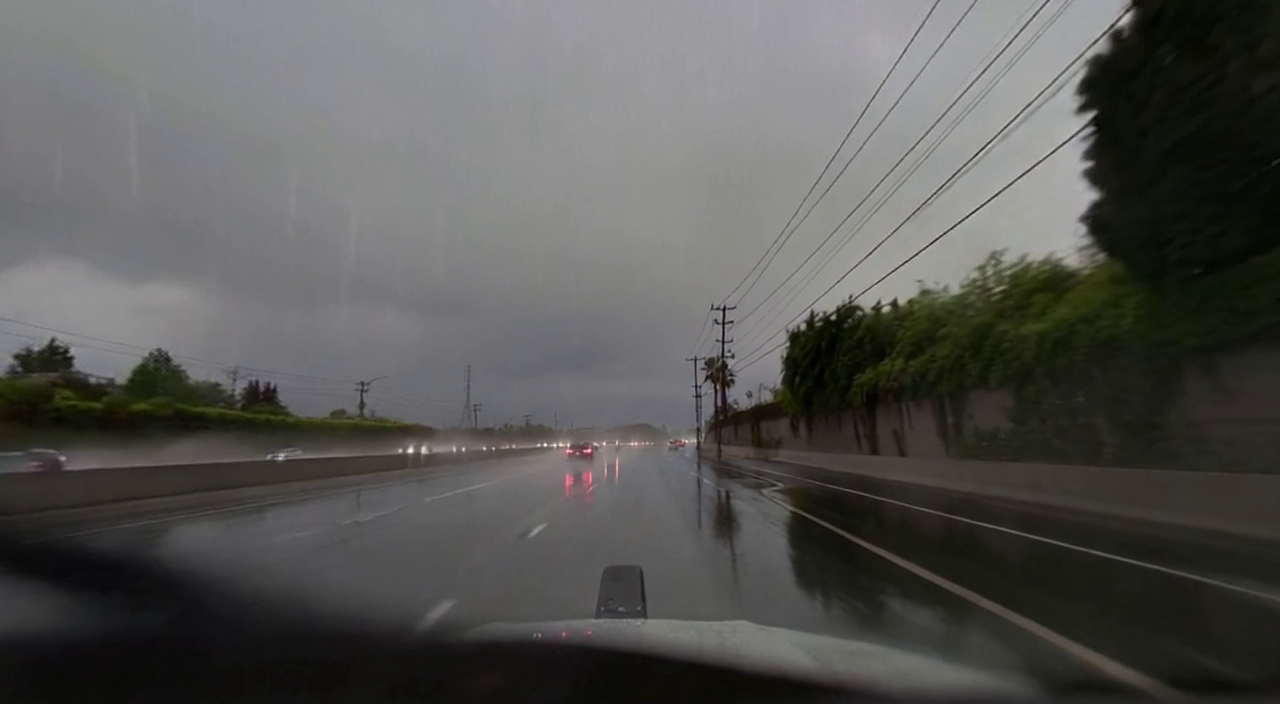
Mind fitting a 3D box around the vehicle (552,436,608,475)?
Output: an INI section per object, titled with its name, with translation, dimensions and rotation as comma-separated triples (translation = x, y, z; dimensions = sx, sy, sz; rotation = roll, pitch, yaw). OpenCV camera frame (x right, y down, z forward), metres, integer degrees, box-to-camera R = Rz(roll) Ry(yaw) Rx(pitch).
[vehicle]
translation = -2.656, 4.676, 28.716
dimensions = 2.029, 1.609, 3.935
rotation = 0, -8, 2
